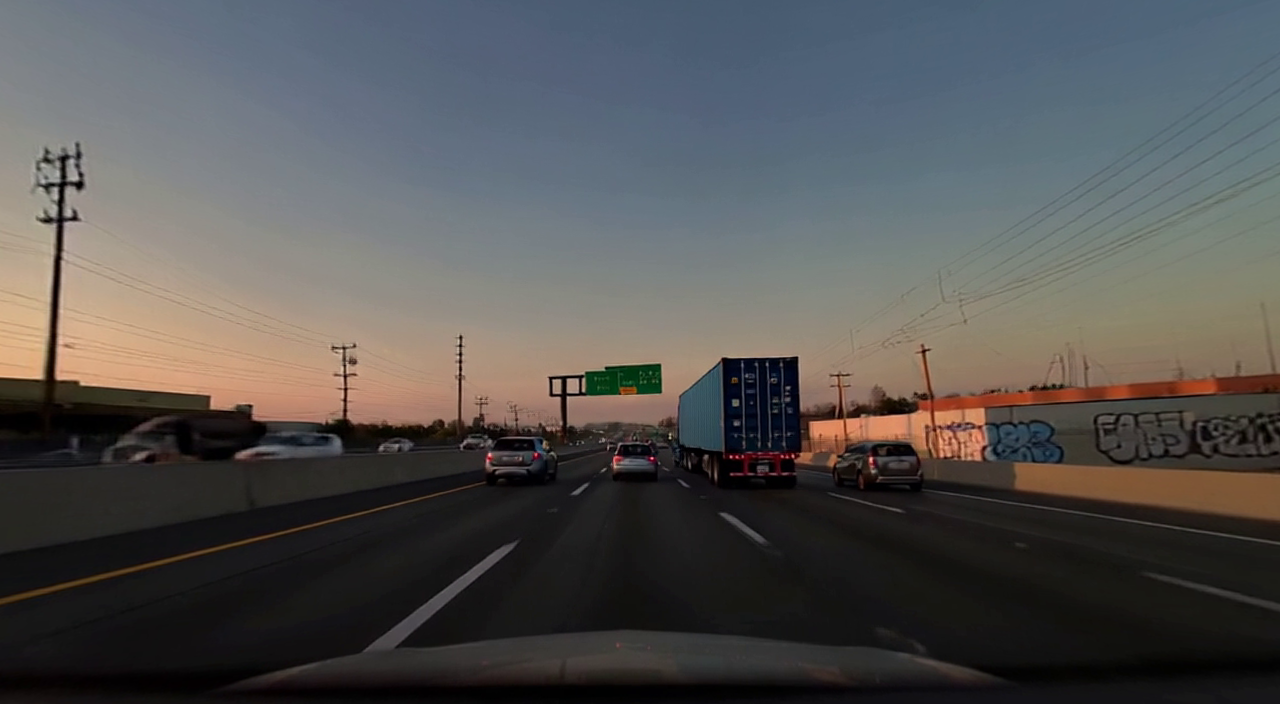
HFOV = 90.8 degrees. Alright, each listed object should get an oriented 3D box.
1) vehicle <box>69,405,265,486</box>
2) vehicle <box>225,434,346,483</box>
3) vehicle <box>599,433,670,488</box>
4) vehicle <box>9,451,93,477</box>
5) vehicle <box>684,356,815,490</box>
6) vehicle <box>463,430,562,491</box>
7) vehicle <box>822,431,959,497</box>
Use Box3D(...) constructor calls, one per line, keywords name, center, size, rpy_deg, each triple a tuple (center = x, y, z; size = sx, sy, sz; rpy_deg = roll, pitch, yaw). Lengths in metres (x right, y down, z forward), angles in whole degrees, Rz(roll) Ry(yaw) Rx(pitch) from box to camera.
Box3D(name="vehicle", center=(-20.241, 4.149, 27.837), size=(2.772, 3.069, 7.347), rpy_deg=(0, -9, 1))
Box3D(name="vehicle", center=(-12.628, 3.813, 22.878), size=(1.925, 1.567, 4.342), rpy_deg=(0, -9, -2))
Box3D(name="vehicle", center=(-0.189, 3.694, 21.731), size=(2.191, 1.685, 4.015), rpy_deg=(0, -9, -1))
Box3D(name="vehicle", center=(-37.230, 7.069, 40.081), size=(1.801, 1.569, 3.898), rpy_deg=(1, -9, -6))
Box3D(name="vehicle", center=(3.759, 3.119, 25.695), size=(2.800, 4.039, 13.179), rpy_deg=(0, -9, -1))
Box3D(name="vehicle", center=(-4.080, 3.595, 21.135), size=(2.264, 1.804, 4.584), rpy_deg=(0, -9, 1))
Box3D(name="vehicle", center=(7.293, 3.314, 19.041), size=(2.202, 1.731, 4.628), rpy_deg=(0, -9, 0))
